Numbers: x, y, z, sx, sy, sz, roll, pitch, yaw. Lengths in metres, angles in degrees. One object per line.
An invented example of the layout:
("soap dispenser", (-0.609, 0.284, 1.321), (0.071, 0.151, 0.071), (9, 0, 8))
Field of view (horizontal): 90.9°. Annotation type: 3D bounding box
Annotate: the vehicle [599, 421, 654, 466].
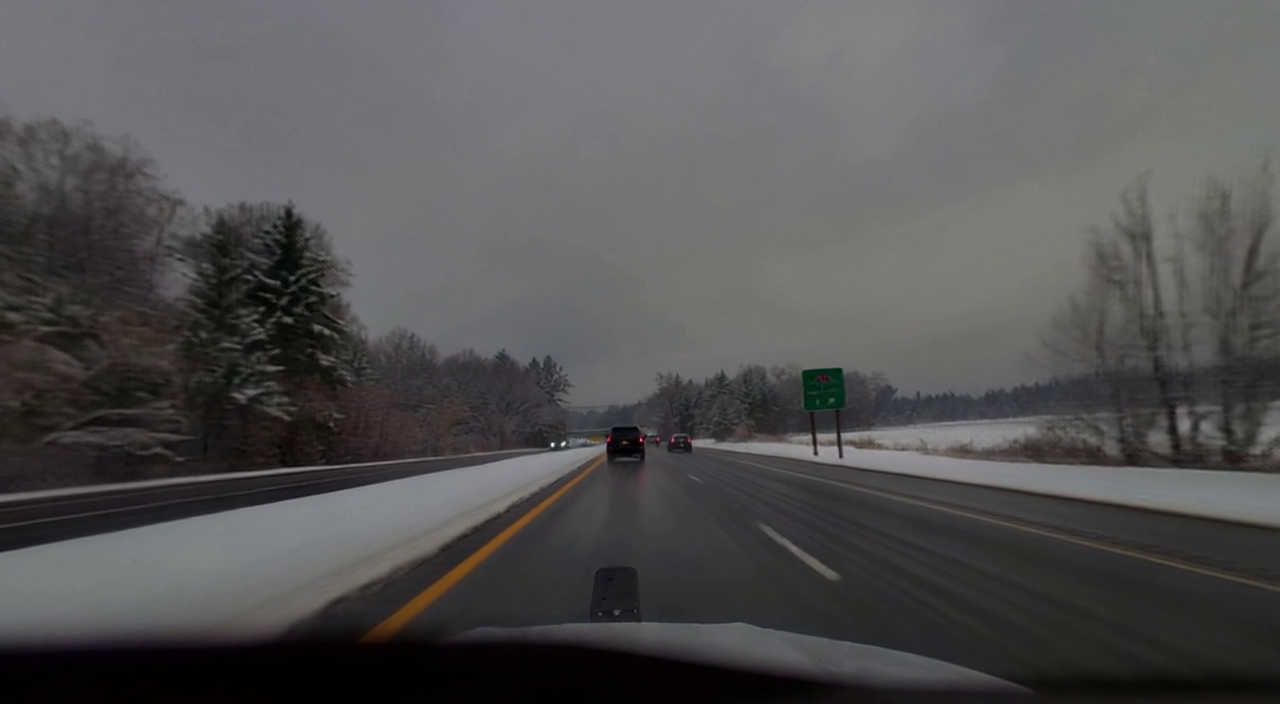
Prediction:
("vehicle", (-0.654, 4.486, 31.033), (2.503, 2.044, 4.633), (0, -8, -1))
